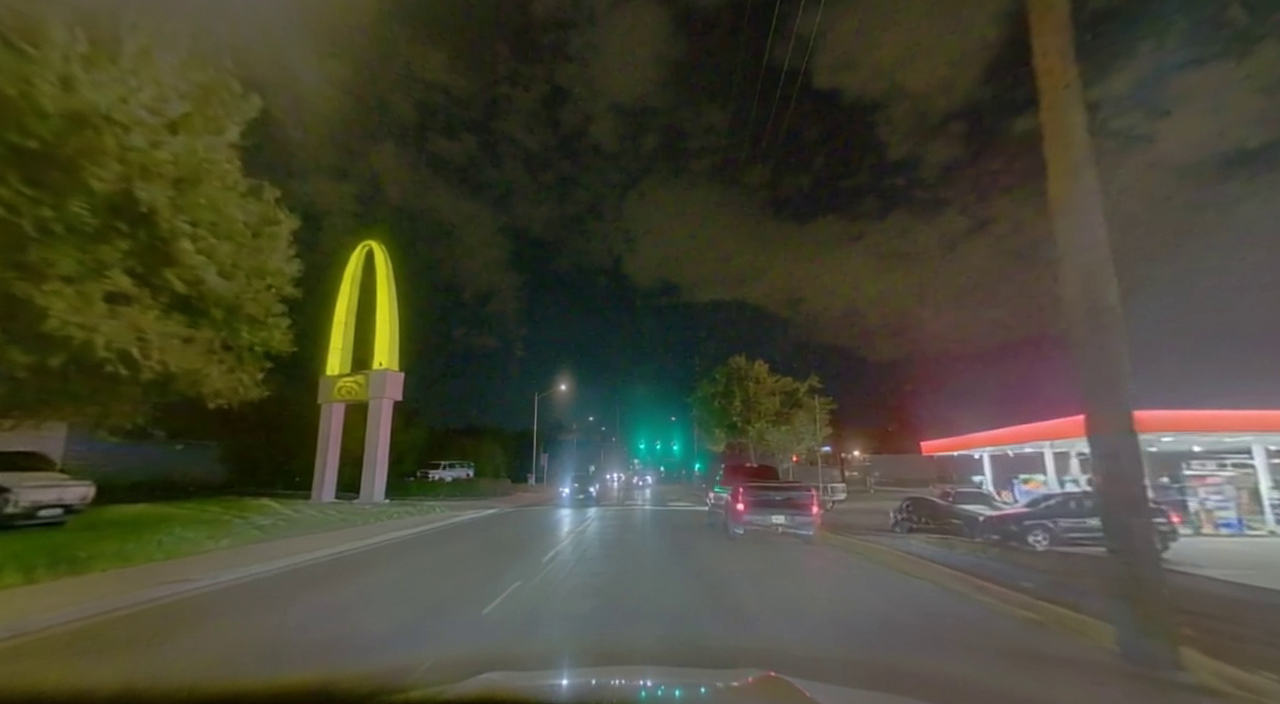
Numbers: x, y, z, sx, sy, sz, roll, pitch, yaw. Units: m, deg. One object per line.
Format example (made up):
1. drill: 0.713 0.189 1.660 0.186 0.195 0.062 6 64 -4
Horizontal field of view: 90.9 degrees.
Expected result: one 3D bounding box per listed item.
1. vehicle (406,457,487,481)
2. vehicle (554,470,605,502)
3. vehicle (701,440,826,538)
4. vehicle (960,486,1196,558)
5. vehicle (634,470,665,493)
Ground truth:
1. vehicle: -12.878 7.804 42.069 4.677 1.478 1.904 0 -11 5
2. vehicle: -2.948 6.665 31.615 1.999 1.467 4.256 0 -11 1
3. vehicle: 2.914 3.446 16.250 2.153 2.074 5.188 1 -11 0
4. vehicle: 10.078 3.940 14.777 4.123 1.446 1.807 1 -11 0
5. vehicle: 0.672 8.629 42.186 1.993 1.454 3.810 0 -11 1
